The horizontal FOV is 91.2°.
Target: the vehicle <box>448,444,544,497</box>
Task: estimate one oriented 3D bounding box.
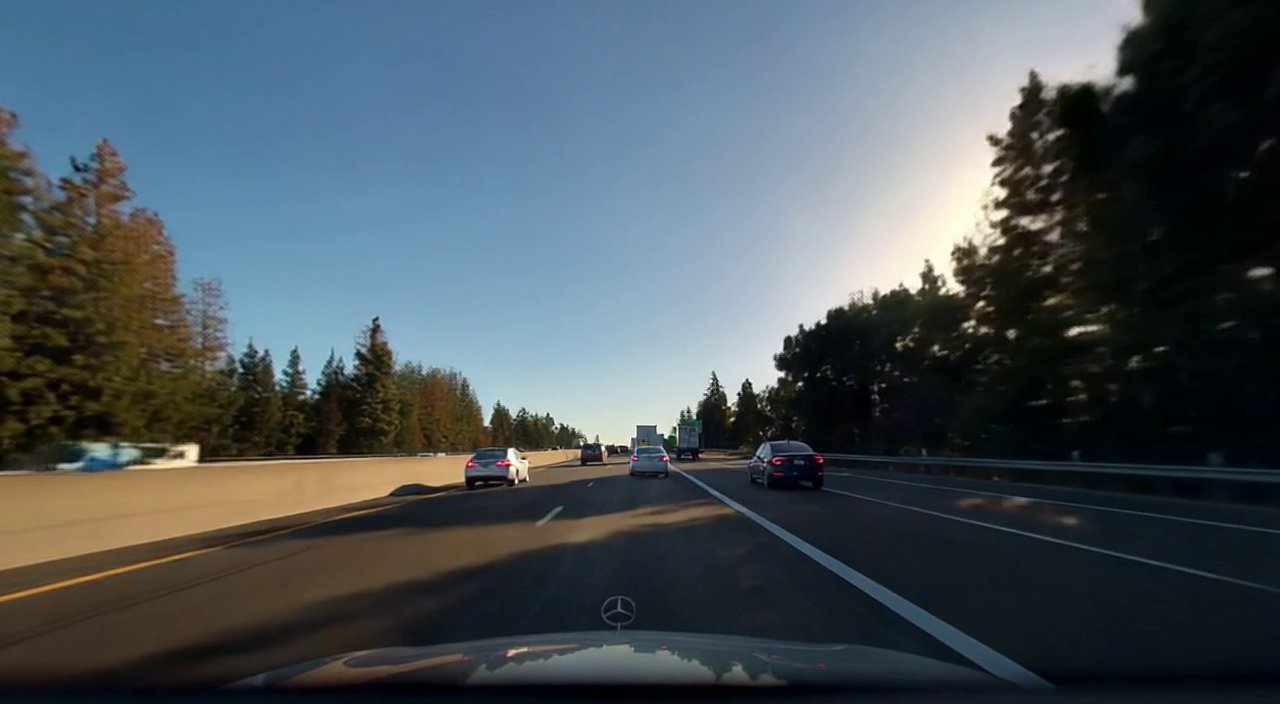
[{"bbox_3d":[-4.414,3.696,19.958,1.967,1.473,4.439,-1,-9,1],"label":"vehicle"}]

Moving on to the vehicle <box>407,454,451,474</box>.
[{"bbox_3d":[-16.343,8.670,48.669,1.912,1.478,4.106,-1,-9,1],"label":"vehicle"}]

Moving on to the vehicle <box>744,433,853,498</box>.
[{"bbox_3d":[4.397,3.229,18.166,2.018,1.639,4.149,0,-9,-1],"label":"vehicle"}]

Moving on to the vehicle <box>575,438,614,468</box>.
[{"bbox_3d":[-3.108,7.042,43.696,2.230,1.973,4.403,-1,-9,2],"label":"vehicle"}]

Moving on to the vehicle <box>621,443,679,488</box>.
[{"bbox_3d":[0.343,4.285,24.006,2.015,1.526,4.286,0,-9,0],"label":"vehicle"}]

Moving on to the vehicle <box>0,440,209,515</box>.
[{"bbox_3d":[-16.077,3.740,19.220,2.126,1.959,4.926,0,-9,0],"label":"vehicle"}]
